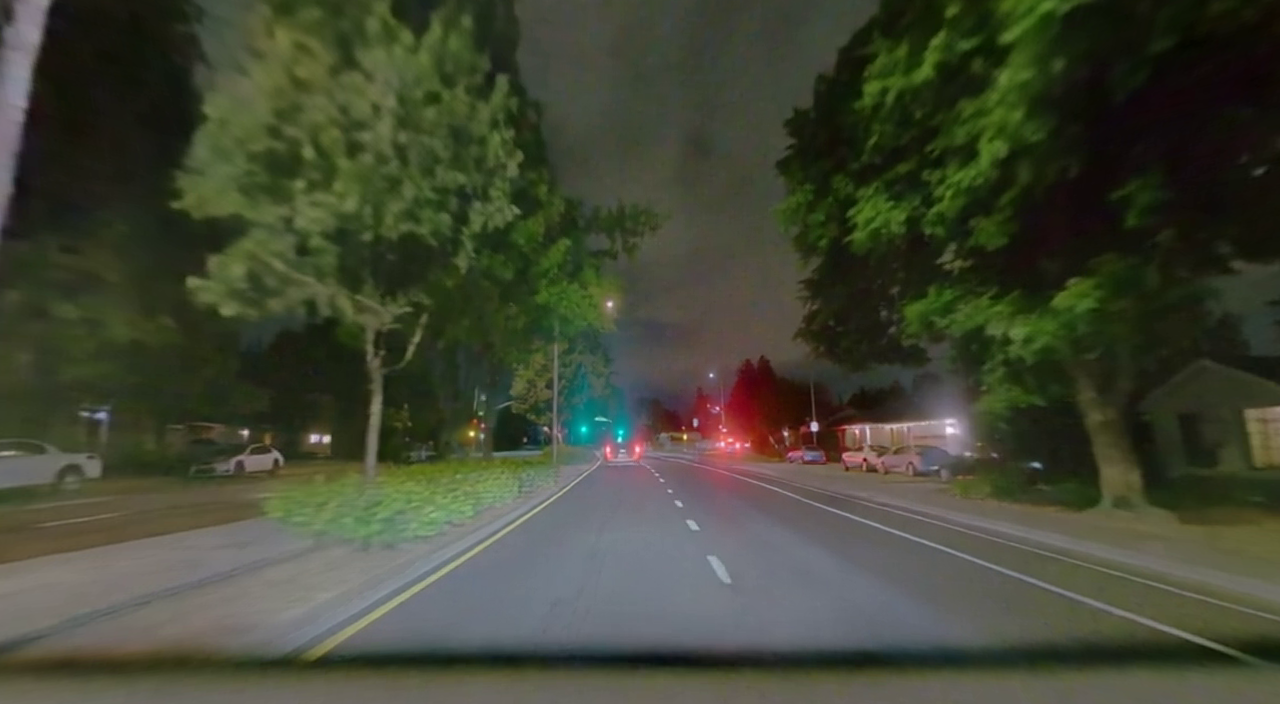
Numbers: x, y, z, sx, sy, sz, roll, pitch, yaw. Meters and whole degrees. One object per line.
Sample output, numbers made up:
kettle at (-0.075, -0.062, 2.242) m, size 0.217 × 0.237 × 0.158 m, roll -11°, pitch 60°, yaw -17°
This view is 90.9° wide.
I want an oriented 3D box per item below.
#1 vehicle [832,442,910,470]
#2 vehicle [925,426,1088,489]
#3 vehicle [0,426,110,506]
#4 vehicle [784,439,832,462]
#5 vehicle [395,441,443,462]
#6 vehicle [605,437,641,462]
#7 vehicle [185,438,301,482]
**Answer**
vehicle at (11.389, 5.152, 31.497) m, size 2.015 × 1.231 × 4.748 m, roll 0°, pitch -8°, yaw -2°
vehicle at (11.526, 3.355, 20.413) m, size 2.147 × 1.767 × 5.125 m, roll 0°, pitch -8°, yaw 0°
vehicle at (-15.074, 2.572, 14.285) m, size 2.042 × 1.748 × 4.584 m, roll 0°, pitch -8°, yaw 0°
vehicle at (11.190, 6.610, 42.298) m, size 1.839 × 1.445 × 4.484 m, roll 0°, pitch -8°, yaw -2°
vehicle at (-15.919, 7.179, 45.626) m, size 2.070 × 1.469 × 4.524 m, roll 1°, pitch -8°, yaw -3°
vehicle at (-1.095, 6.067, 39.251) m, size 2.113 × 1.462 × 4.203 m, roll 0°, pitch -8°, yaw -3°
vehicle at (-15.205, 4.144, 24.419) m, size 1.884 × 1.540 × 3.927 m, roll 0°, pitch -8°, yaw 1°
